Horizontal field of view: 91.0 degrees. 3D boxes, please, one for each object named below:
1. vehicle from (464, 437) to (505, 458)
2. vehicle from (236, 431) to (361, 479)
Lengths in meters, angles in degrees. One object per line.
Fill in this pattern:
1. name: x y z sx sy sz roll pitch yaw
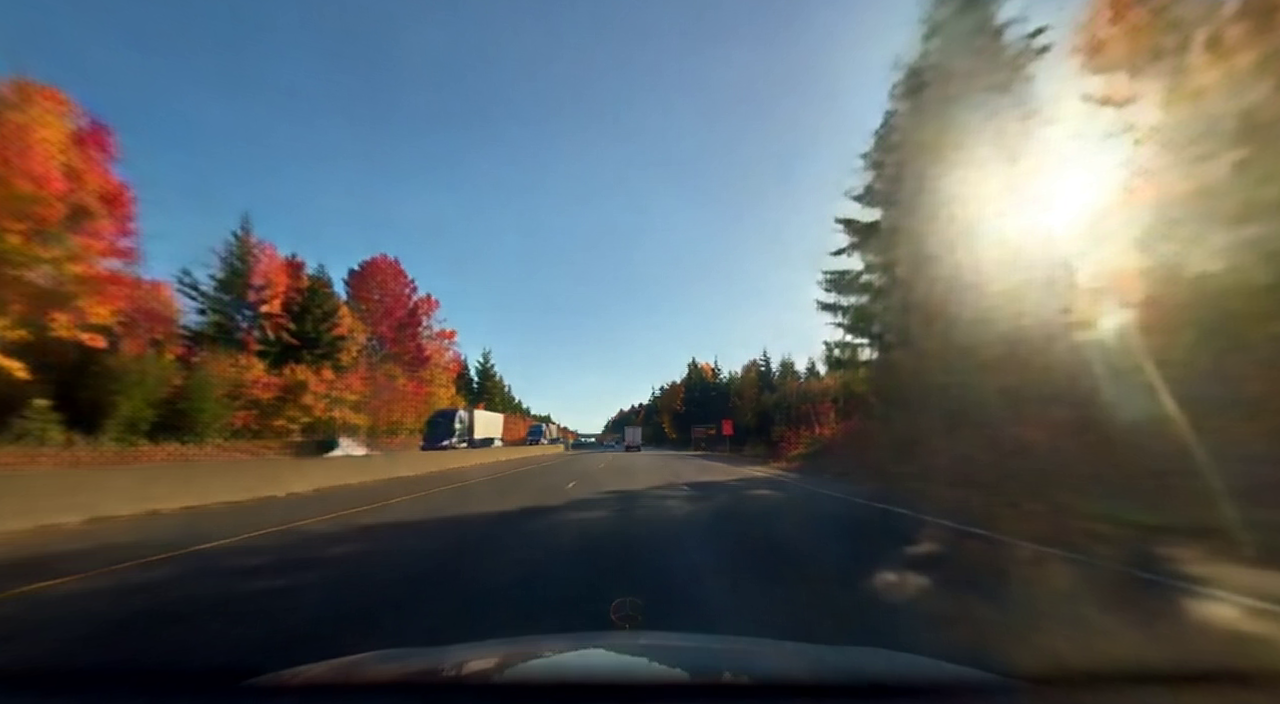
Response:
1. vehicle: -11.461 7.060 46.603 1.948 1.519 4.592 0 -8 -1
2. vehicle: -11.730 3.551 22.008 1.925 1.490 4.372 0 -8 0
